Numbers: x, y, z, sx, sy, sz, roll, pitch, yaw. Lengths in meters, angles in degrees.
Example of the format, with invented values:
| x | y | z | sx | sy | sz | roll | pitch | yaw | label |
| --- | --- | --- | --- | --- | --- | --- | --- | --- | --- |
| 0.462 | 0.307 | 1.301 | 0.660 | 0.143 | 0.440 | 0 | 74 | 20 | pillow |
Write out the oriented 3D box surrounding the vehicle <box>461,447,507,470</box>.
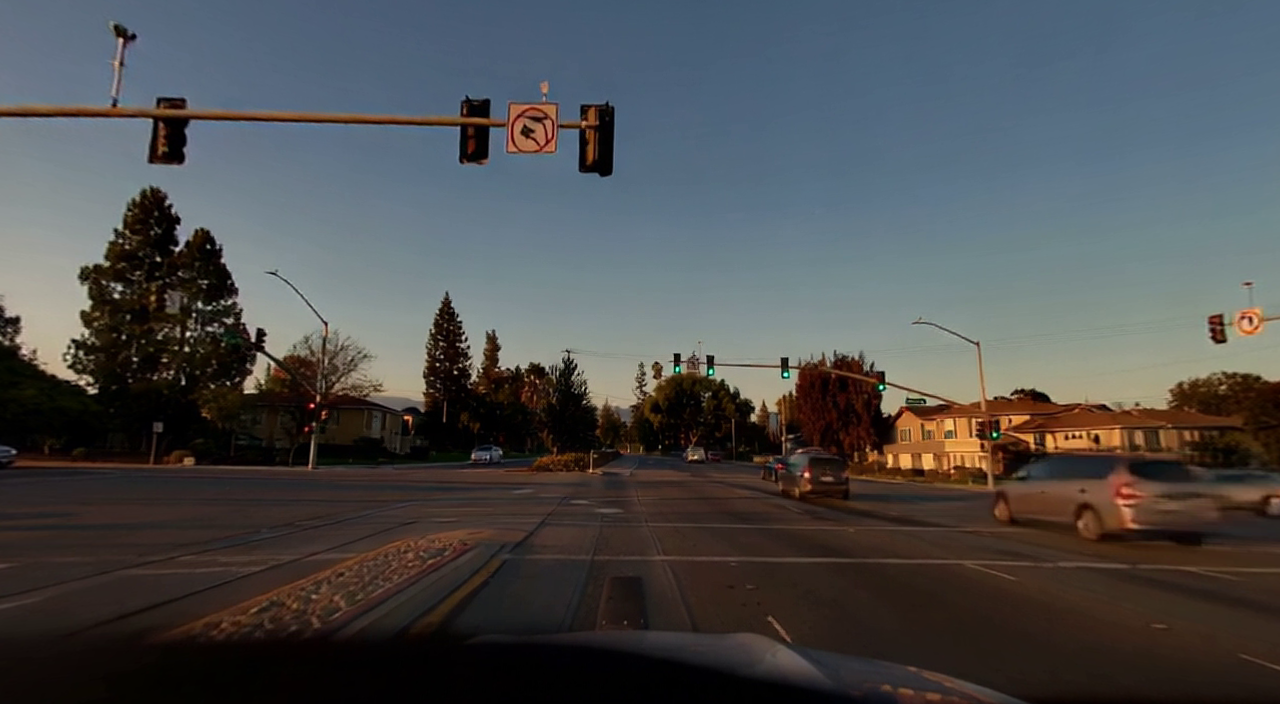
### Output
| x | y | z | sx | sy | sz | roll | pitch | yaw | label |
| --- | --- | --- | --- | --- | --- | --- | --- | --- | --- |
| -10.950 | 7.519 | 44.620 | 2.039 | 1.519 | 4.356 | 0 | -9 | 1 | vehicle |

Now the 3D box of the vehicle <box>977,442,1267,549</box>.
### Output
| x | y | z | sx | sy | sz | roll | pitch | yaw | label |
| --- | --- | --- | --- | --- | --- | --- | --- | --- | --- |
| 9.404 | 2.775 | 13.044 | 2.120 | 1.767 | 4.856 | 0 | -9 | 0 | vehicle |

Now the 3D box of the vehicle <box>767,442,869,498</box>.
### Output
| x | y | z | sx | sy | sz | roll | pitch | yaw | label |
| --- | --- | --- | --- | --- | --- | --- | --- | --- | --- |
| 6.366 | 4.252 | 23.225 | 2.239 | 1.812 | 4.812 | 0 | -9 | -1 | vehicle |
